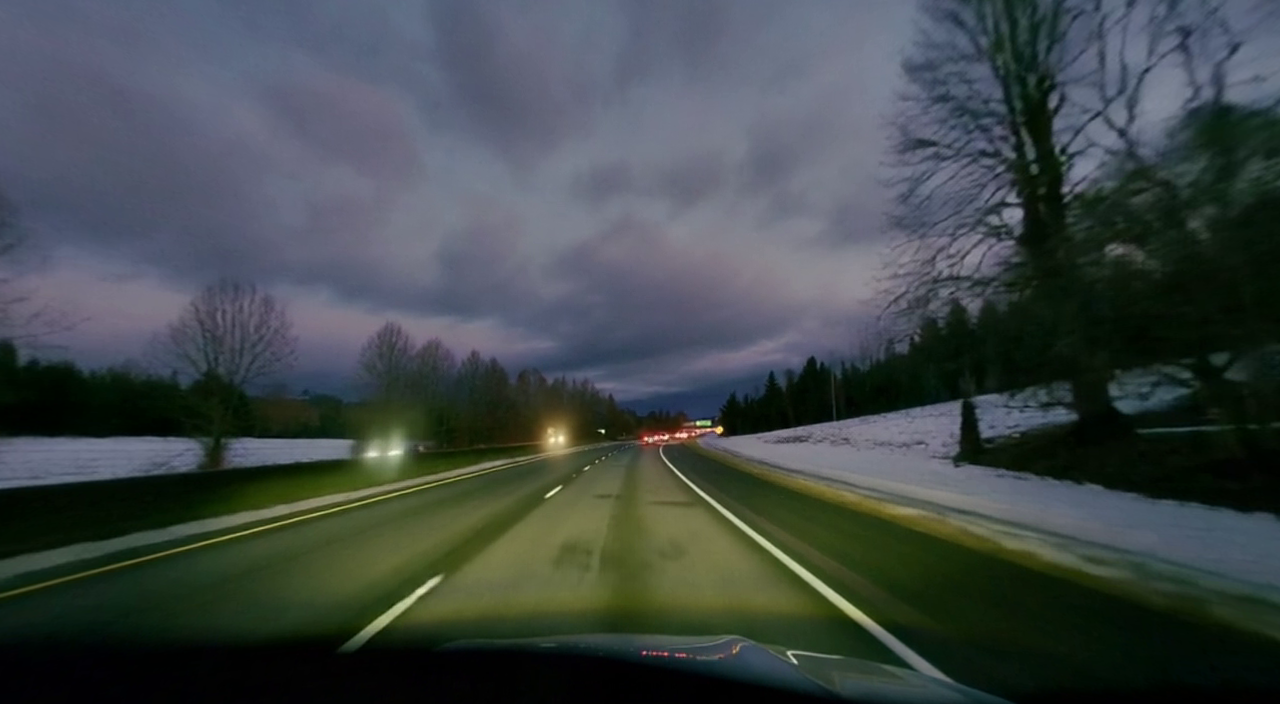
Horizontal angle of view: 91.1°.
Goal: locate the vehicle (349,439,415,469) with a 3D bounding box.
[{"bbox_3d":[-14.819,5.856,36.400,1.949,1.553,4.335,0,-8,1],"label":"vehicle"}]
